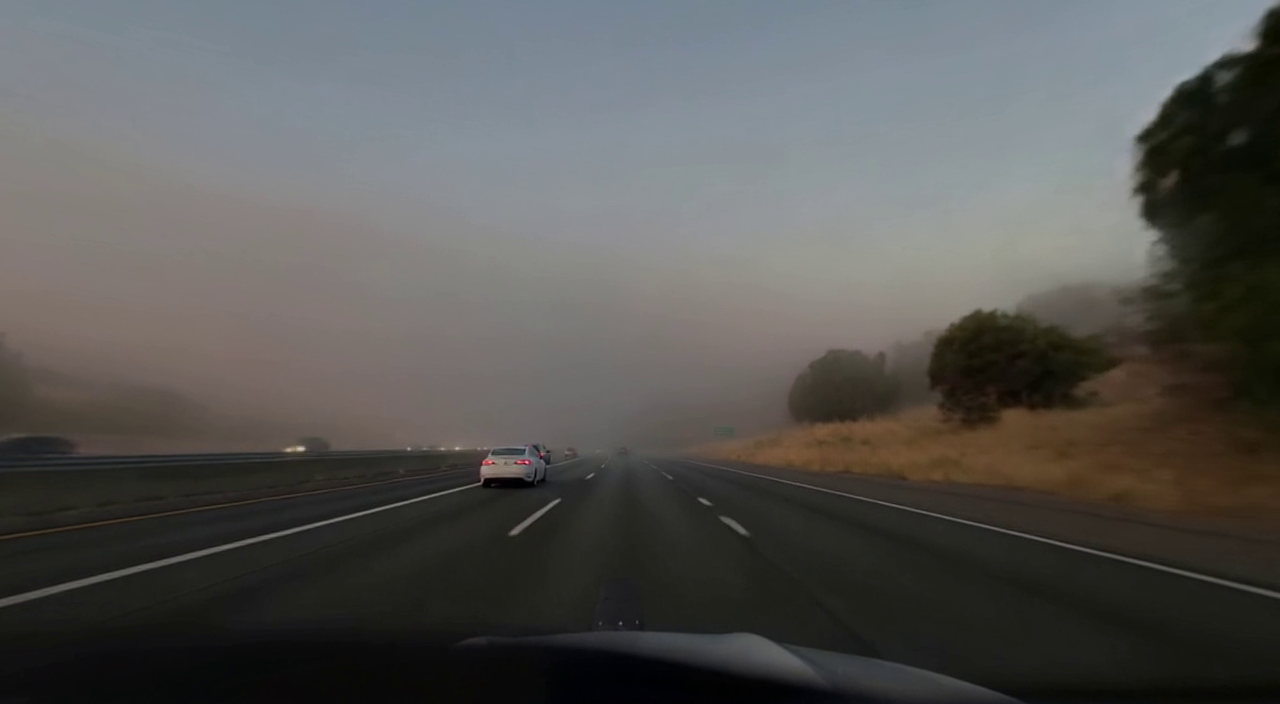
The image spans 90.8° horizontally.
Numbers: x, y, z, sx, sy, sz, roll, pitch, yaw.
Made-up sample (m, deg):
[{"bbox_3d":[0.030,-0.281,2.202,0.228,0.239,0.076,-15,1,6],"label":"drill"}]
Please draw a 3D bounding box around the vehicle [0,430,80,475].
[{"bbox_3d":[-24.990,3.951,24.751,1.902,1.663,4.507,0,-9,-1],"label":"vehicle"}]

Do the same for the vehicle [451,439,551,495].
[{"bbox_3d":[-4.133,3.514,19.624,2.073,1.516,4.478,0,-9,0],"label":"vehicle"}]
